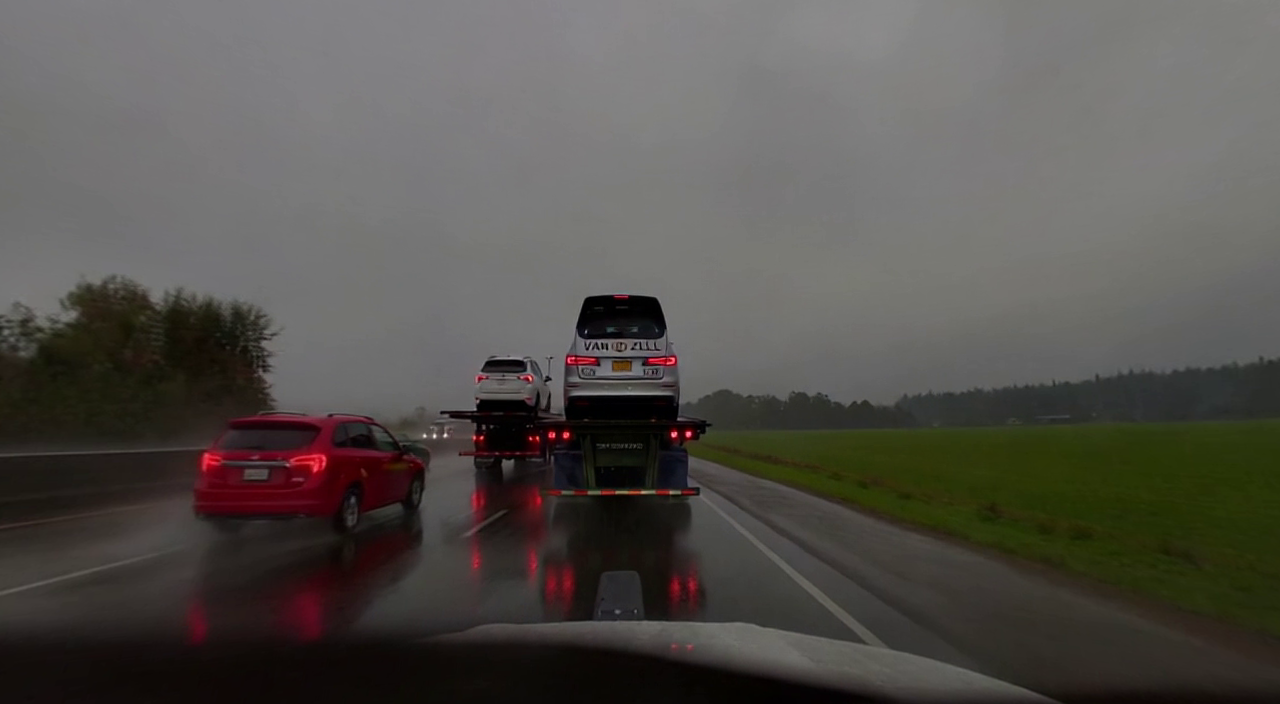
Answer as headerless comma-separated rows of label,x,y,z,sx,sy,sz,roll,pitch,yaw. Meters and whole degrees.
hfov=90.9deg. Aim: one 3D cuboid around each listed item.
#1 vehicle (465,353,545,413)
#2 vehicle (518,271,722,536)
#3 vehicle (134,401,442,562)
vehicle,-4.726,1.215,22.801,2.118,1.799,4.591,0,-7,-3
vehicle,-0.406,1.259,13.273,2.738,3.628,9.223,0,-7,-2
vehicle,-4.396,1.649,8.871,1.914,1.675,4.331,0,-7,-2
